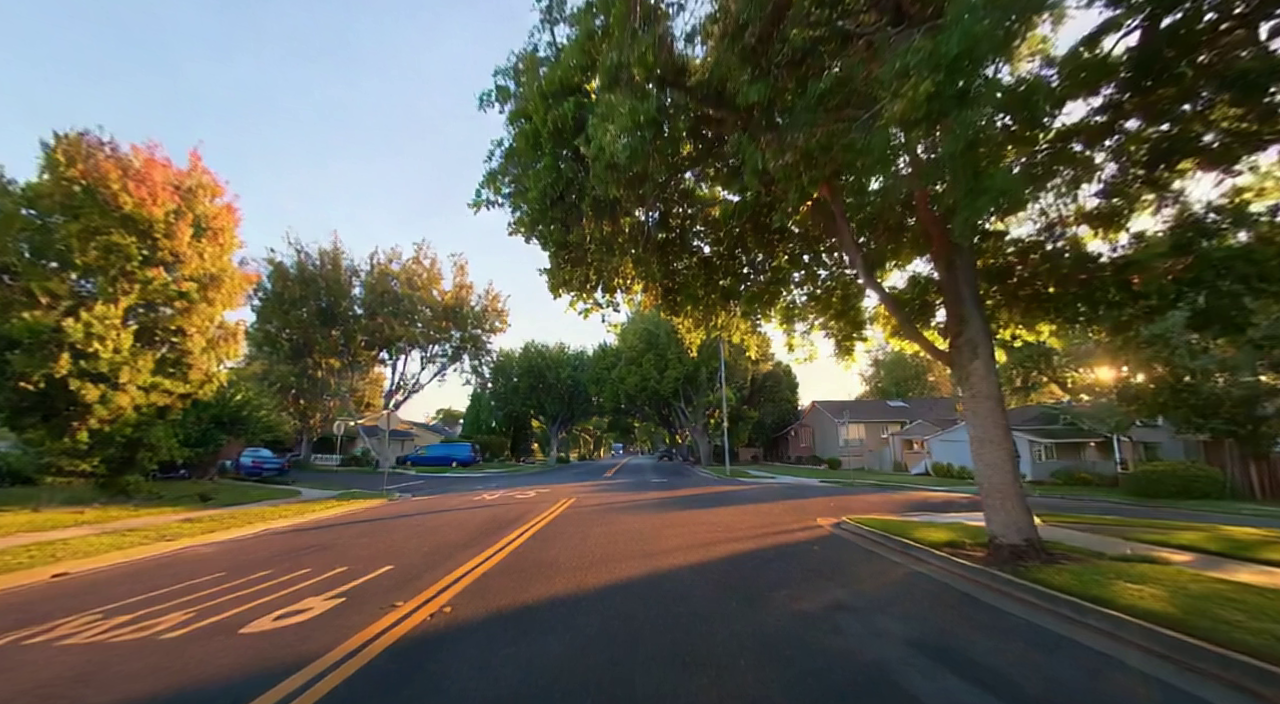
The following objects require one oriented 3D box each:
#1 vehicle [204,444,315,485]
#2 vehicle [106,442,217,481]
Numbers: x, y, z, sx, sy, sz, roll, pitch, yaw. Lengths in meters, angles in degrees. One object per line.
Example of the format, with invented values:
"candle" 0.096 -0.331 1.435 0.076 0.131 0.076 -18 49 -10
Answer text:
"vehicle" -17.671 5.163 29.324 4.876 1.763 2.016 -5 -10 27
"vehicle" -25.230 5.711 33.250 5.987 1.881 2.249 -5 -10 29
